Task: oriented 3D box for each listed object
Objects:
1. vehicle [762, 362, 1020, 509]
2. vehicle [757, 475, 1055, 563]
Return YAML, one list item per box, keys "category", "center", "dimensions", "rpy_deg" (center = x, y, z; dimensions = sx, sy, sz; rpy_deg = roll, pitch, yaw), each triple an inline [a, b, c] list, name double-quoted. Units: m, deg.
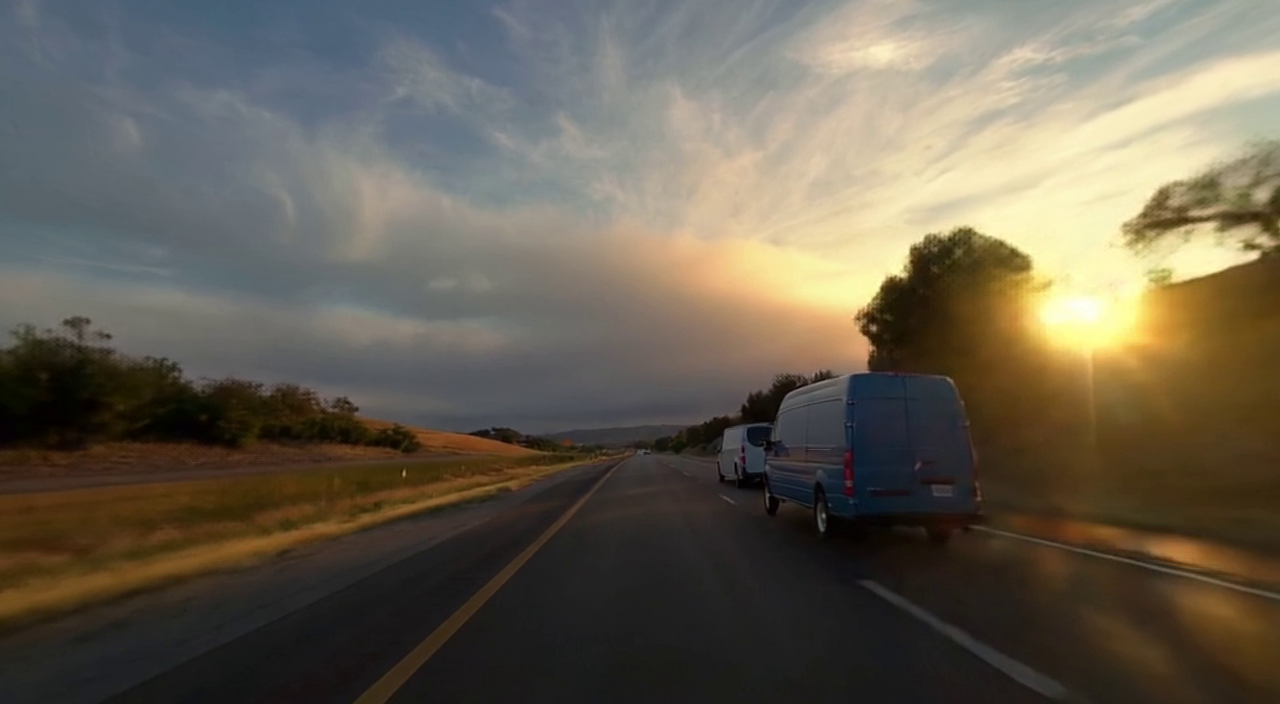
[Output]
- category: "vehicle"
  center: [4.077, 1.579, 11.728]
  dimensions: [2.444, 2.053, 5.616]
  rpy_deg: [0, -8, 0]
- category: "vehicle"
  center: [4.045, 2.804, 11.405]
  dimensions: [2.702, 0.824, 6.391]
  rpy_deg: [0, -8, 0]
